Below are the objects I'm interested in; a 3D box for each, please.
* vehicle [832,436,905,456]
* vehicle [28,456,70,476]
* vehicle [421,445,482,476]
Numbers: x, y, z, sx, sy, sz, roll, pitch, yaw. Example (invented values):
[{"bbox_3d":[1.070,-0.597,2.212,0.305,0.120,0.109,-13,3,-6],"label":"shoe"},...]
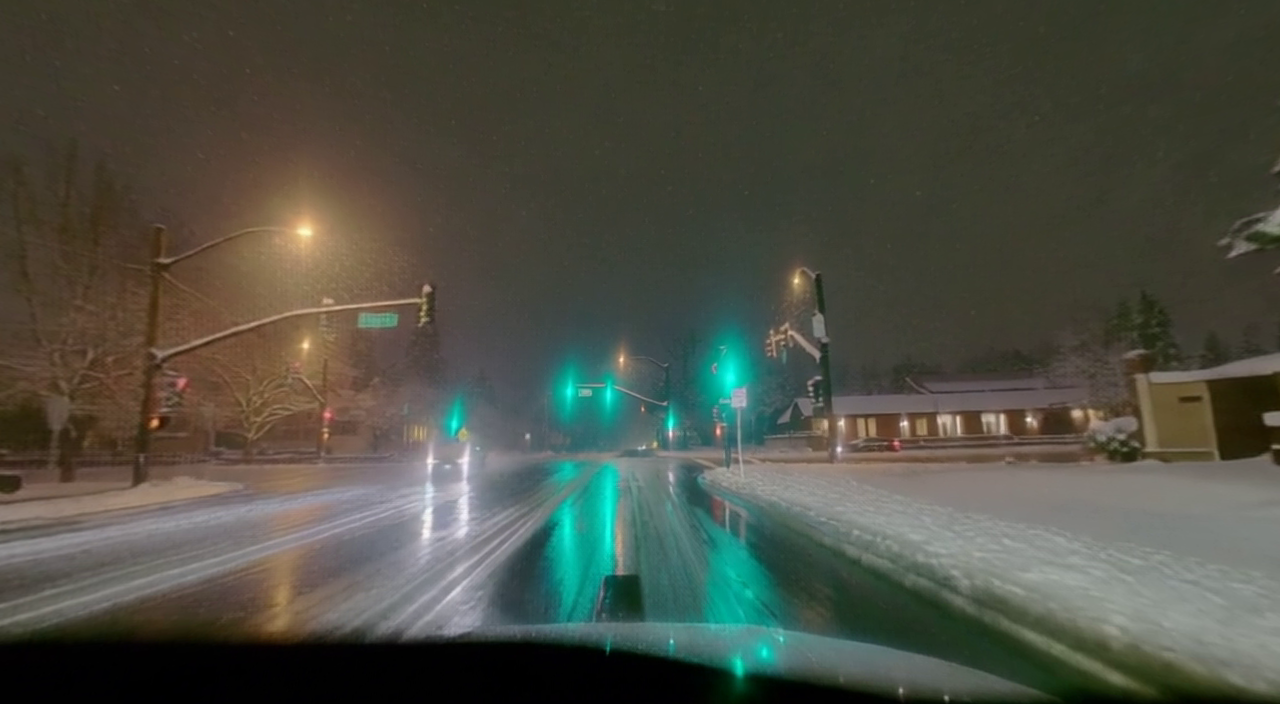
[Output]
[{"bbox_3d":[16.605,6.875,46.189,4.720,1.410,1.784,-1,-9,9],"label":"vehicle"},{"bbox_3d":[-46.393,8.926,49.645,2.023,1.437,4.102,8,-11,-39],"label":"vehicle"},{"bbox_3d":[-10.324,5.939,34.875,2.035,1.461,4.465,-4,-8,-1],"label":"vehicle"}]
